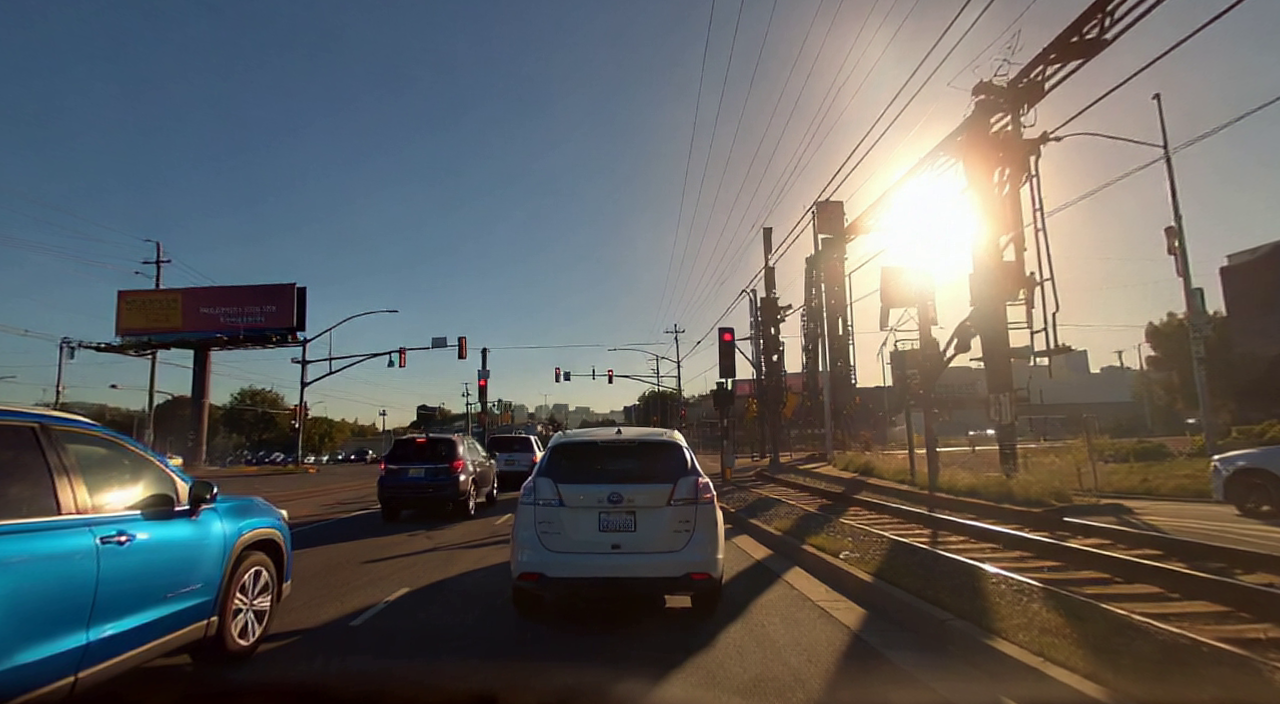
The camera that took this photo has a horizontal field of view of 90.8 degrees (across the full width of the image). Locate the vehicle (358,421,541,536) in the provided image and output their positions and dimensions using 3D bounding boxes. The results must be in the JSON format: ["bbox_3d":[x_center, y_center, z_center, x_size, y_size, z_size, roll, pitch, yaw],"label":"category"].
[{"bbox_3d":[-3.151,2.187,11.521,1.988,1.678,4.317,0,-9,0],"label":"vehicle"}]

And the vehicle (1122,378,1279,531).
[{"bbox_3d":[9.588,1.312,8.197,5.060,1.702,2.033,1,-9,-4],"label":"vehicle"}]

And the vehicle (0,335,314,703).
[{"bbox_3d":[-3.924,0.860,2.978,2.052,1.814,5.184,0,-9,-1],"label":"vehicle"}]

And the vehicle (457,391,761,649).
[{"bbox_3d":[-0.216,1.398,6.136,2.025,1.723,3.644,0,-9,0],"label":"vehicle"}]

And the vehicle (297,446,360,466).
[{"bbox_3d":[-24.207,8.070,49.089,4.357,1.444,1.842,-3,-9,19],"label":"vehicle"}]
